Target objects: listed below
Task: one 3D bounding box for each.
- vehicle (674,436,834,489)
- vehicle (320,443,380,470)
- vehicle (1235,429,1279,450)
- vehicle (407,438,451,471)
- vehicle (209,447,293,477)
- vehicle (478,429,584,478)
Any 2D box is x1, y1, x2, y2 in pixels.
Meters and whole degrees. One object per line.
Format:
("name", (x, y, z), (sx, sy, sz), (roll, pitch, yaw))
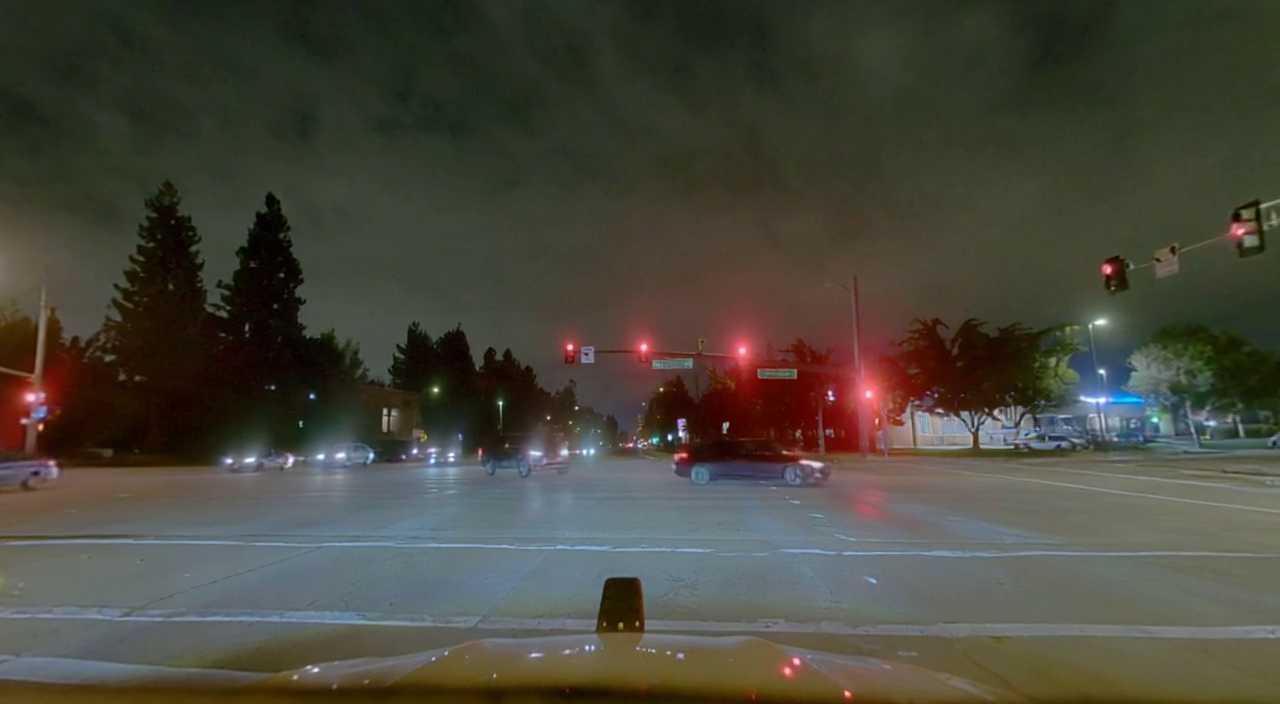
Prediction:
("vehicle", (3.599, 3.445, 19.961), (4.532, 1.467, 2.135), (-4, -9, 25))
("vehicle", (-19.772, 7.149, 43.301), (2.088, 1.743, 4.417), (0, -9, -1))
("vehicle", (45.683, 6.275, 45.256), (1.786, 1.412, 4.330), (0, -9, 0))
("vehicle", (-11.736, 5.708, 35.389), (1.982, 1.678, 4.180), (2, -9, -15))
("vehicle", (-23.208, 6.567, 37.924), (2.041, 1.642, 4.628), (0, -9, 0))
("vehicle", (-4.752, 4.336, 27.119), (4.767, 1.877, 2.017), (-8, -12, 44))
